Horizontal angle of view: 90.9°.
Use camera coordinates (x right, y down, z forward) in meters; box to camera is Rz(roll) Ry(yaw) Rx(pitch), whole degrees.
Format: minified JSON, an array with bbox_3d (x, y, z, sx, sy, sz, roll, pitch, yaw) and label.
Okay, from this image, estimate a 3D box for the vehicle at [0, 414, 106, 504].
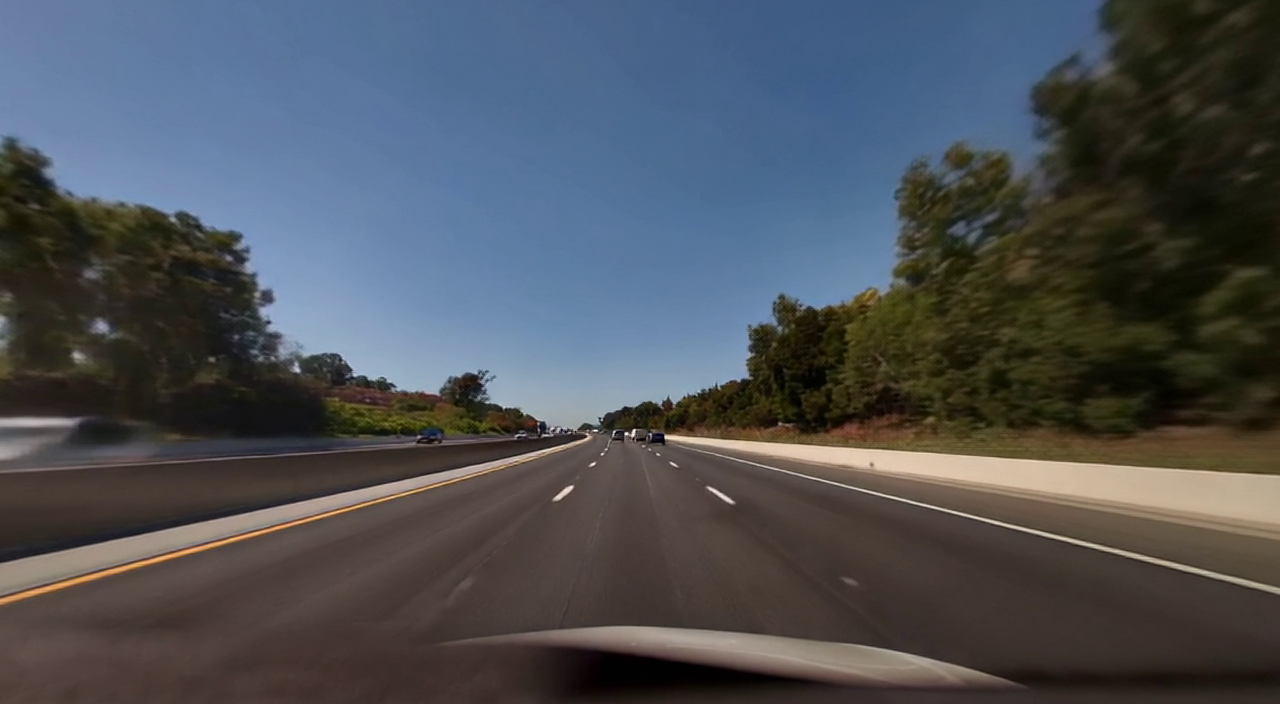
[{"bbox_3d":[-11.483,1.767,10.401,1.814,1.477,4.133,1,-8,-2],"label":"vehicle"}]
